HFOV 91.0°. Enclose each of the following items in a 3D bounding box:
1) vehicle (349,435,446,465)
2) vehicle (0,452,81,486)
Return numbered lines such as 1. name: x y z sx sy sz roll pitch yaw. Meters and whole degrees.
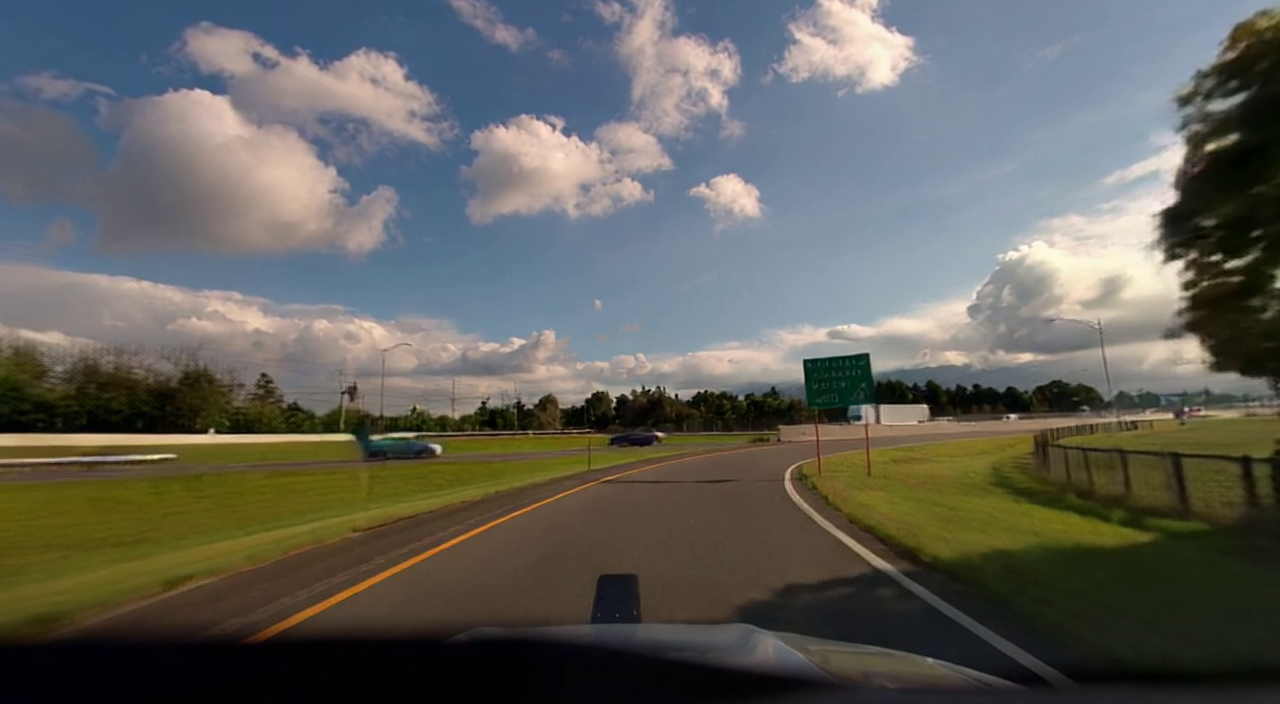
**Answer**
1. vehicle: -13.827 5.543 35.927 4.843 1.579 2.135 4 -9 -30
2. vehicle: -30.321 5.628 30.216 4.819 1.496 1.923 4 -9 -30
